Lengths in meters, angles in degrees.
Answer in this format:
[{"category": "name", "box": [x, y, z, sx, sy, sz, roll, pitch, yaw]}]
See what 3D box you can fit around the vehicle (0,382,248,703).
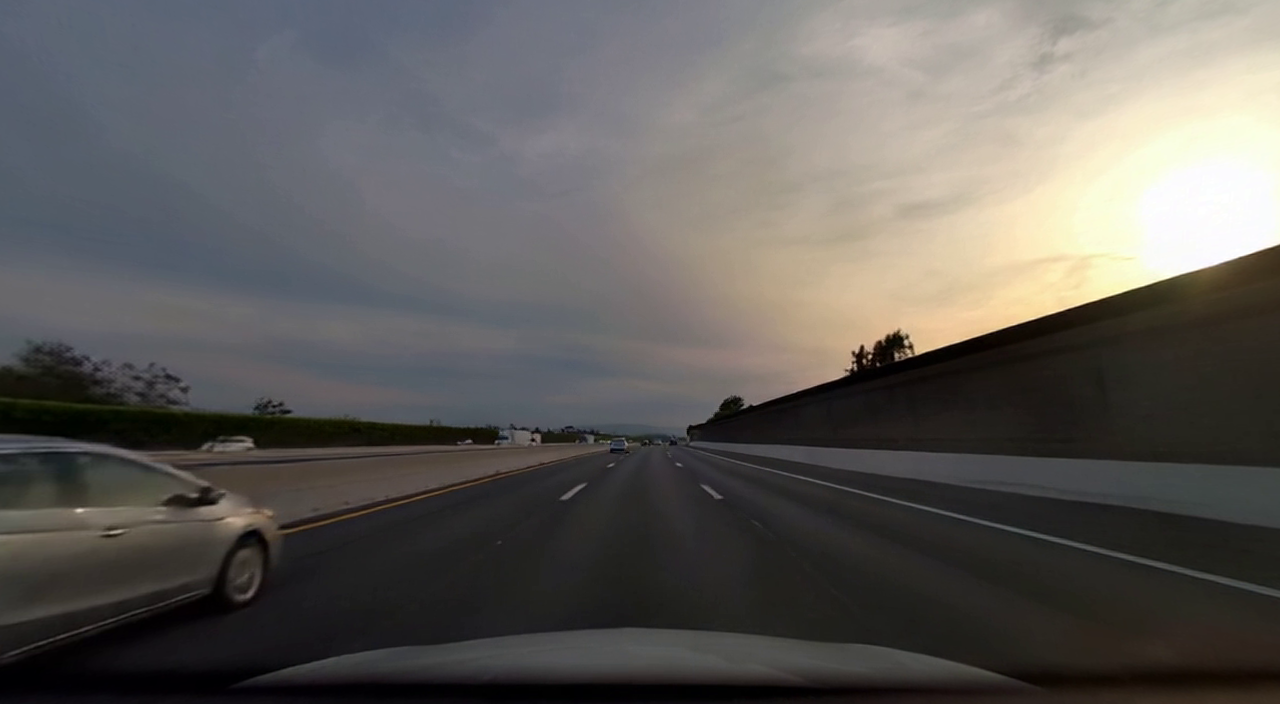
[{"category": "vehicle", "box": [-3.921, 0.823, 2.039, 2.053, 1.587, 4.855, 0, -8, 2]}]
